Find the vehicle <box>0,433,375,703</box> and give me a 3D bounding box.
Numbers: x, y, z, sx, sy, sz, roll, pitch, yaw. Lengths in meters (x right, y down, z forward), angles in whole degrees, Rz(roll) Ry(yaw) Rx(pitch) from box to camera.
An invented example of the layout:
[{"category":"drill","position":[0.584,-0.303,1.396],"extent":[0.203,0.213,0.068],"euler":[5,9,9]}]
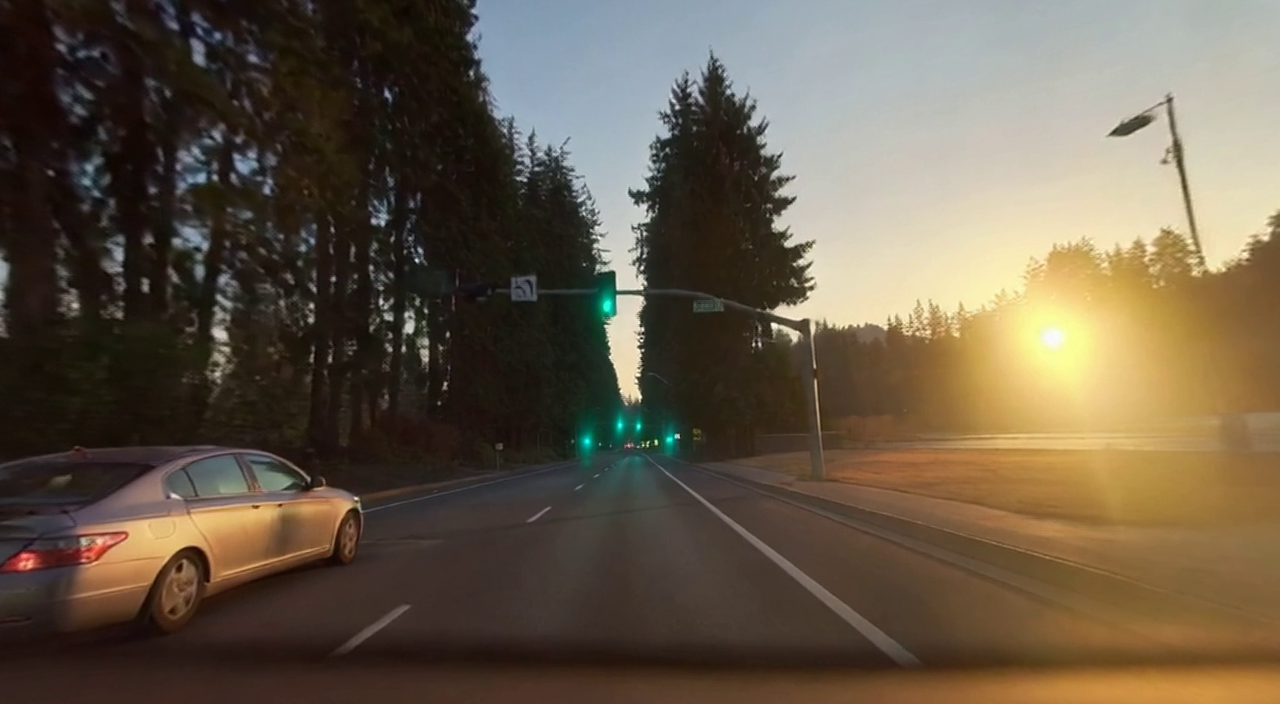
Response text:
[{"category":"vehicle","position":[-4.083,1.435,5.238],"extent":[1.946,1.437,4.154],"euler":[0,-8,0]}]
